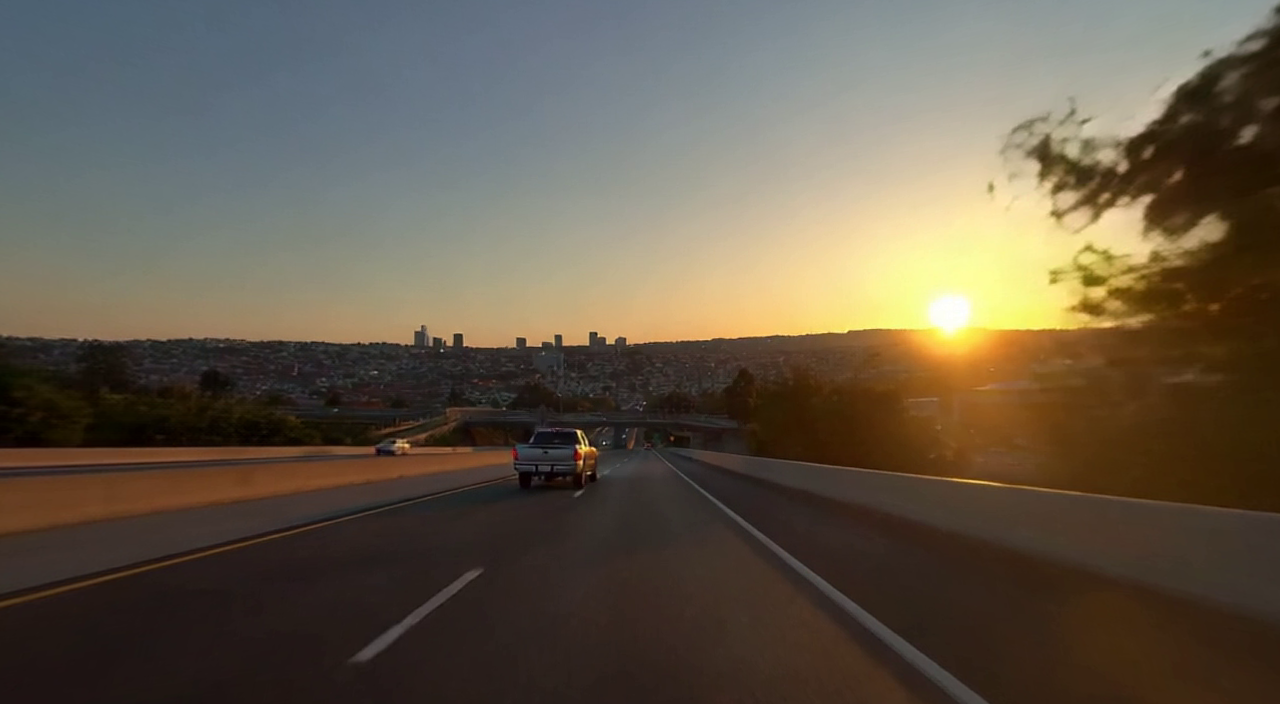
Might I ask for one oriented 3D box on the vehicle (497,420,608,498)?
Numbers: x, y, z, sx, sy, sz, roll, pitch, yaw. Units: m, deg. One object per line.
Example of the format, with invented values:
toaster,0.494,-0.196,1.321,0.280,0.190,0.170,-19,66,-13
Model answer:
vehicle,-2.349,3.108,18.725,2.350,1.932,5.562,0,-8,2
